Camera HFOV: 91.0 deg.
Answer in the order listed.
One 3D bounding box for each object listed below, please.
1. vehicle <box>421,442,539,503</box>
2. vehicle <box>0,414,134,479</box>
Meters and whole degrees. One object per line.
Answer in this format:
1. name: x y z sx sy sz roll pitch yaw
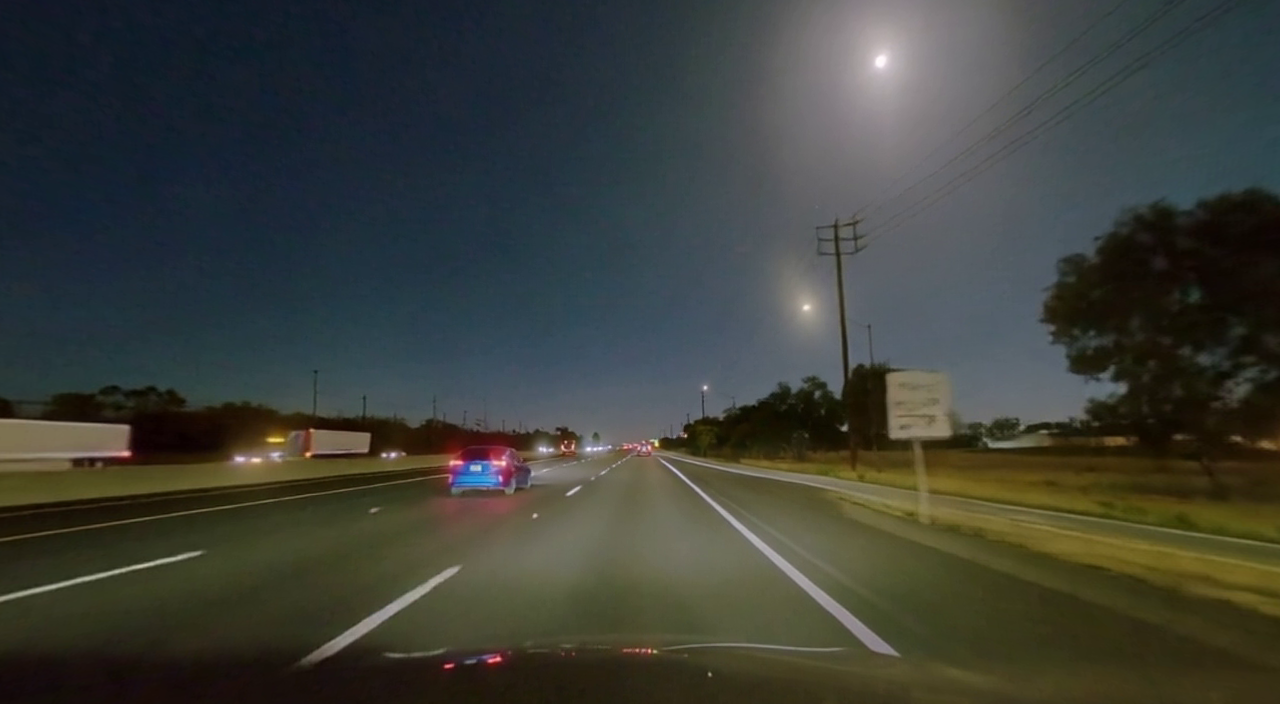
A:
1. vehicle: -4.350 3.346 17.959 2.104 1.501 4.459 0 -9 1
2. vehicle: -43.802 6.593 43.918 2.940 4.217 16.735 0 -9 1
